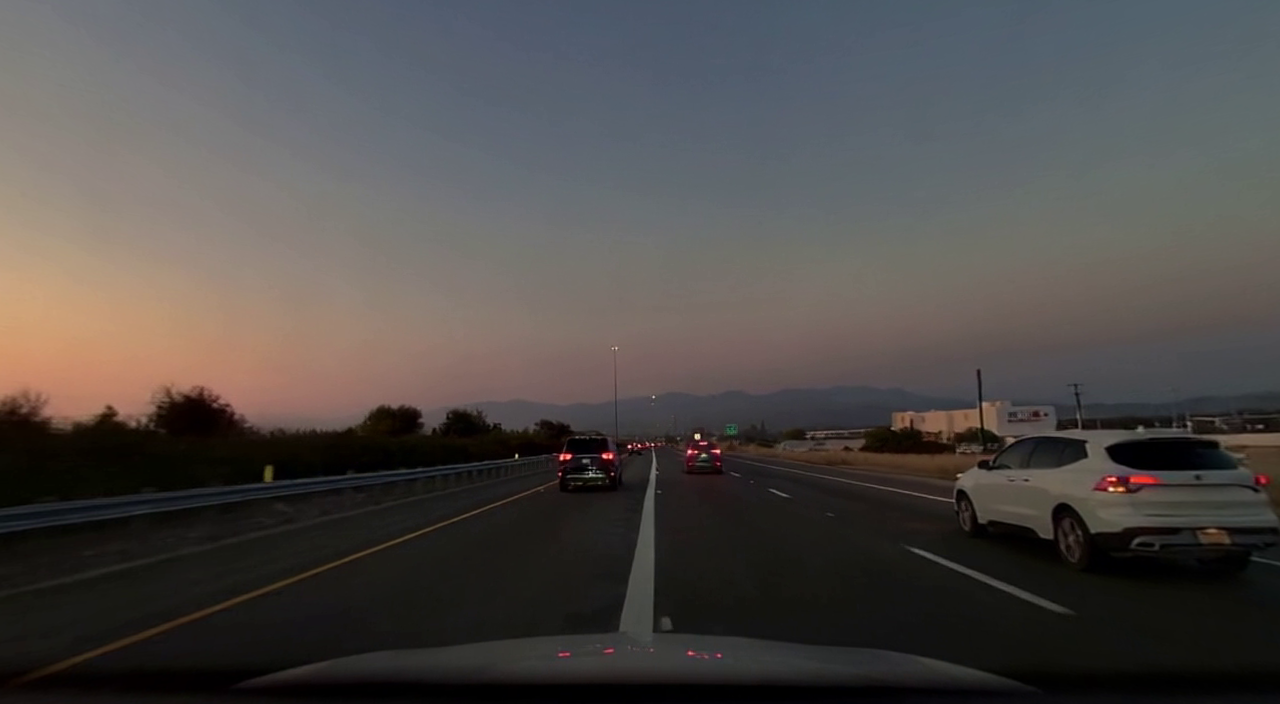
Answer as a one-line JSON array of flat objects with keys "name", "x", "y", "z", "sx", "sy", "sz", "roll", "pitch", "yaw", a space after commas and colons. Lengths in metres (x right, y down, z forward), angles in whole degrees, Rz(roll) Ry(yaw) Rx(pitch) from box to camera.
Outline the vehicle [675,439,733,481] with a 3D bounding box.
[{"name": "vehicle", "x": 2.547, "y": 4.391, "z": 25.972, "sx": 2.000, "sy": 1.558, "sz": 3.945, "roll": 0, "pitch": -8, "yaw": 1}]

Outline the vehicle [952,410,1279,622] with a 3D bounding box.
[{"name": "vehicle", "x": 5.678, "y": 1.570, "z": 7.112, "sx": 2.027, "sy": 1.588, "sz": 4.611, "roll": 0, "pitch": -8, "yaw": 1}]

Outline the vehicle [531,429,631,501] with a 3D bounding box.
[{"name": "vehicle", "x": -1.485, "y": 3.128, "z": 17.915, "sx": 2.239, "sy": 1.761, "sz": 4.620, "roll": -1, "pitch": -8, "yaw": 2}]
